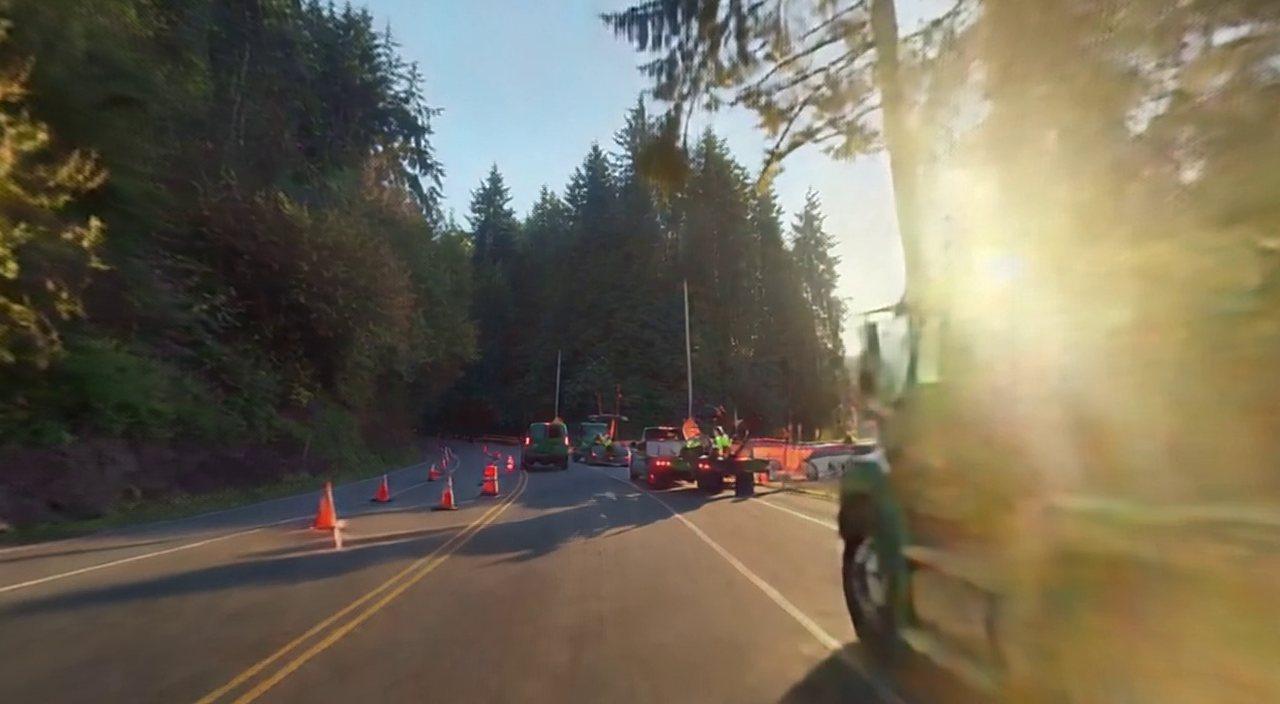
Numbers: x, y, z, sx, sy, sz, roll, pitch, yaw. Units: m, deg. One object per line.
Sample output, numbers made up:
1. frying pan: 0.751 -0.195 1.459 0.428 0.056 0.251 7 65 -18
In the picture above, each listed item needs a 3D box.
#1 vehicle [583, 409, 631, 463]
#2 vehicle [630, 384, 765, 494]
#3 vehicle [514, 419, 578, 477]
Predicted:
1. vehicle: -2.074 5.147 38.341 2.703 3.066 4.047 1 -8 -6
2. vehicle: 1.698 3.183 23.520 3.126 3.310 8.534 1 -8 -8
3. vehicle: -4.139 4.100 27.053 2.362 2.223 4.892 2 -9 -12
